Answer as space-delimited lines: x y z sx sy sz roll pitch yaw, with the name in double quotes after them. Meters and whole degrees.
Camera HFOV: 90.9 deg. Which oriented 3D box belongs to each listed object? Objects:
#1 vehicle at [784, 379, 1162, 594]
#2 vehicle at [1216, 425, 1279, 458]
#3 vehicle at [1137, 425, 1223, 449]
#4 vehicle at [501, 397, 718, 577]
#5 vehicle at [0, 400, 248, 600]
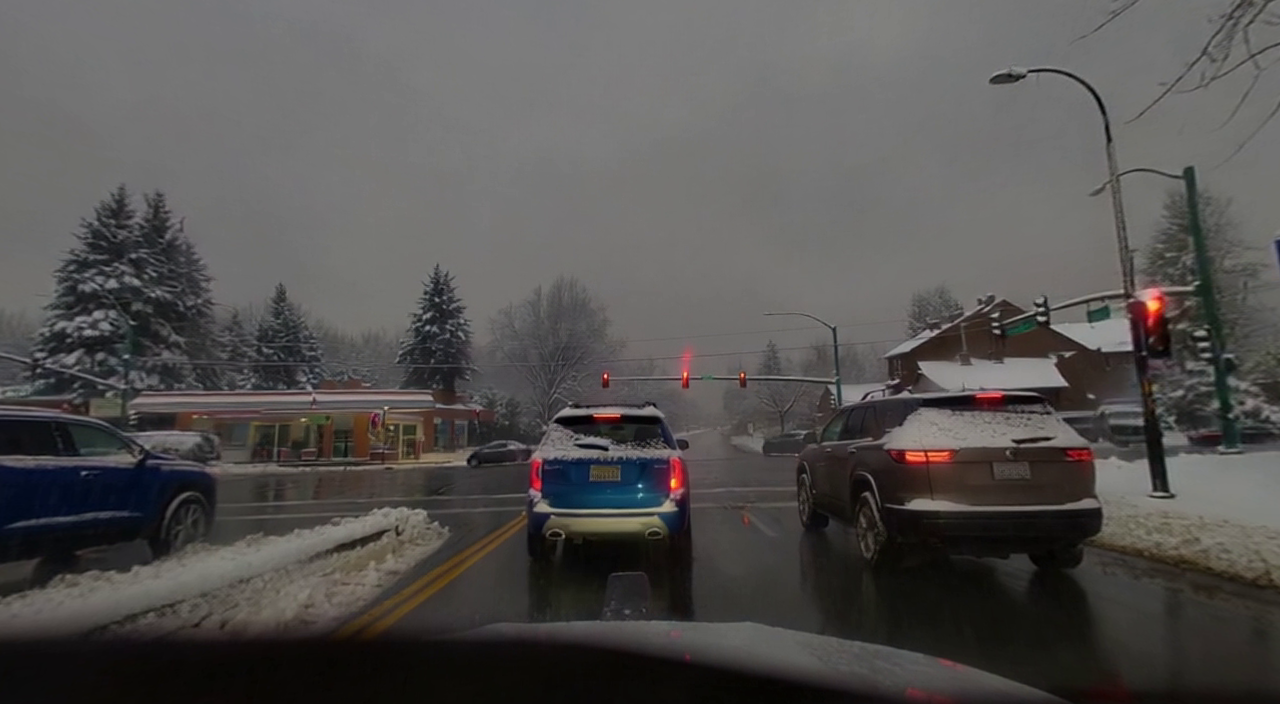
3.275 1.438 7.486 2.083 1.779 4.347 0 -8 0 "vehicle"
28.996 4.062 28.716 4.007 1.420 1.719 1 -8 -7 "vehicle"
36.459 5.746 42.577 4.276 1.579 1.762 1 -8 -4 "vehicle"
-0.238 1.587 8.092 2.067 1.702 3.987 0 -8 1 "vehicle"
-6.714 1.457 6.538 2.011 1.774 4.866 0 -8 2 "vehicle"
